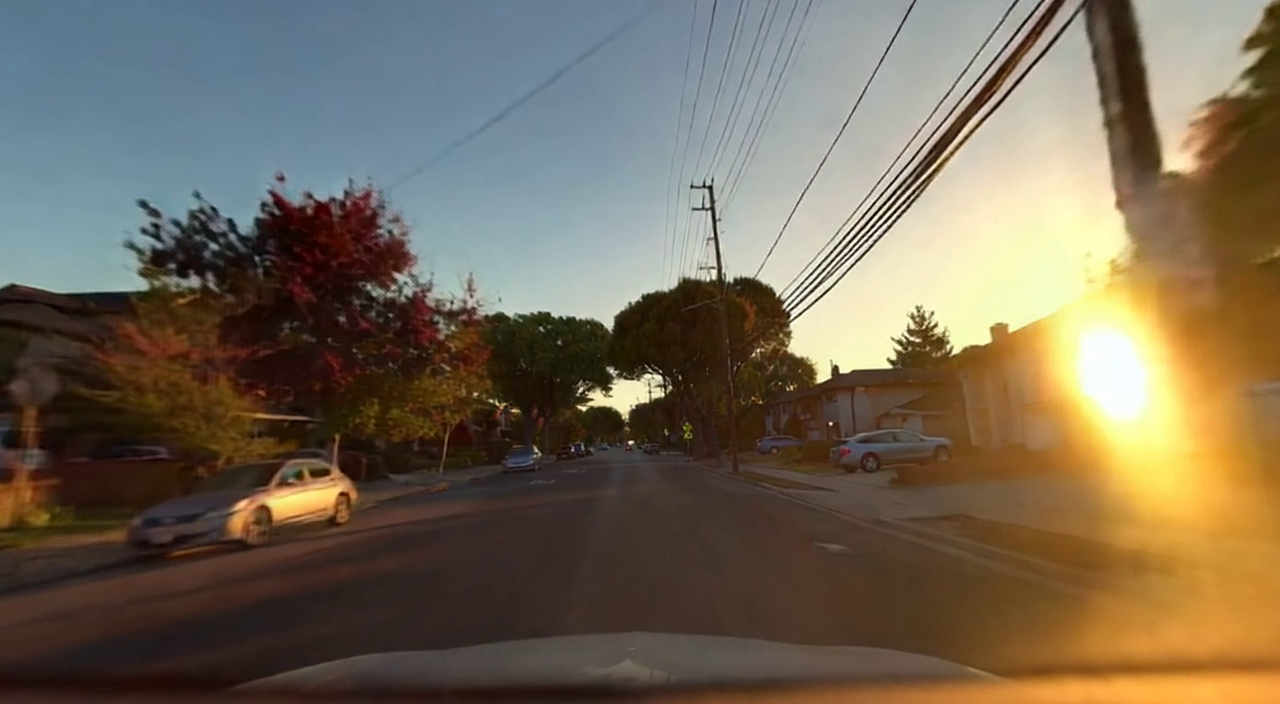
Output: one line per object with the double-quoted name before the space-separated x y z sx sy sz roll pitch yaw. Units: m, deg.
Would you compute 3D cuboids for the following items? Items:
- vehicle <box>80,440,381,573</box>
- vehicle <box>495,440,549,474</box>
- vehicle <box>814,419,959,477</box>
"vehicle" -6.294 2.346 10.578 2.022 1.550 4.669 -4 -8 -1
"vehicle" -6.808 6.109 36.973 2.162 1.757 5.201 -2 -8 0
"vehicle" 9.790 3.830 25.375 4.822 1.864 2.100 -4 -8 -5
